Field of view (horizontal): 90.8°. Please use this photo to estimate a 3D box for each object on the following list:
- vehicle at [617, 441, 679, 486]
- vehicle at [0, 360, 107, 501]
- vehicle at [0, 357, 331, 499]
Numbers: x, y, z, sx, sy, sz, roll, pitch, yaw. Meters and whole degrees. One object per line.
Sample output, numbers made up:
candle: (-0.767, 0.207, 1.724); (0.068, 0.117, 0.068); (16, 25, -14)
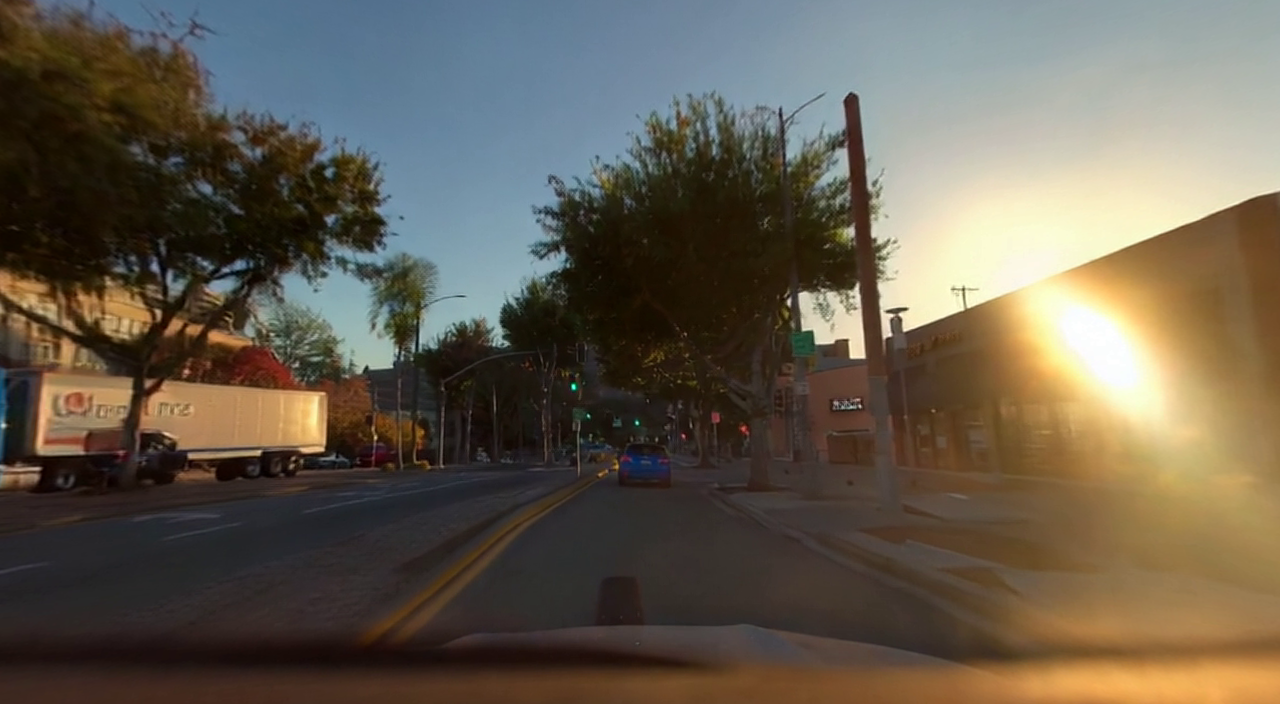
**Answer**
vehicle: (0.336, 3.937, 22.660); (2.006, 1.470, 3.799); (0, -8, 2)
vehicle: (-19.784, 2.220, 17.890); (3.045, 3.961, 6.104); (-3, -9, 19)
vehicle: (-17.596, 3.024, 23.808); (2.792, 4.025, 11.784); (-3, -9, 20)
